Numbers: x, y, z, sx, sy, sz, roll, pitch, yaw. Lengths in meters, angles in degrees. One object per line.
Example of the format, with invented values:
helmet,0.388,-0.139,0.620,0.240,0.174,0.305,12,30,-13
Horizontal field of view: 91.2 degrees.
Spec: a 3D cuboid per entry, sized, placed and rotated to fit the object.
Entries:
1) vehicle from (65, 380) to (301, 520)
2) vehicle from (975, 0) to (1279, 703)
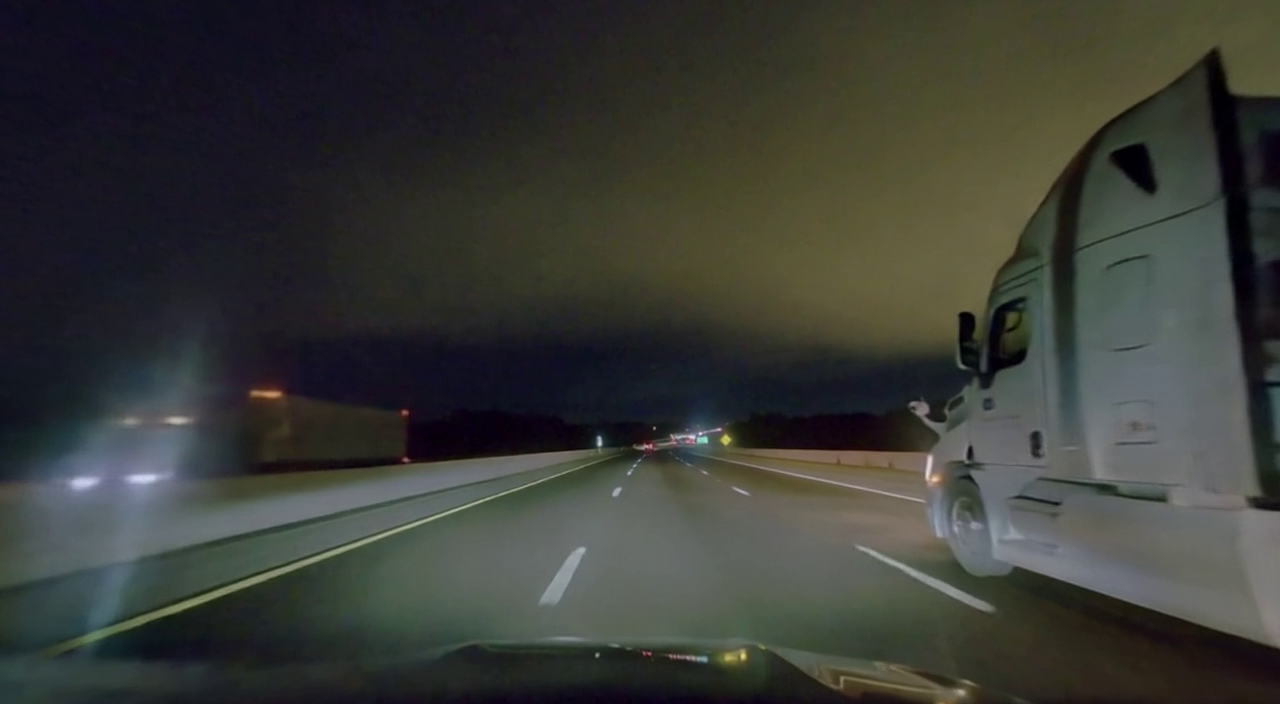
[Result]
vehicle,-15.999,3.460,22.829,3.384,4.316,6.420,0,-8,2
vehicle,4.887,-0.290,2.423,3.107,4.307,7.088,0,-9,0
